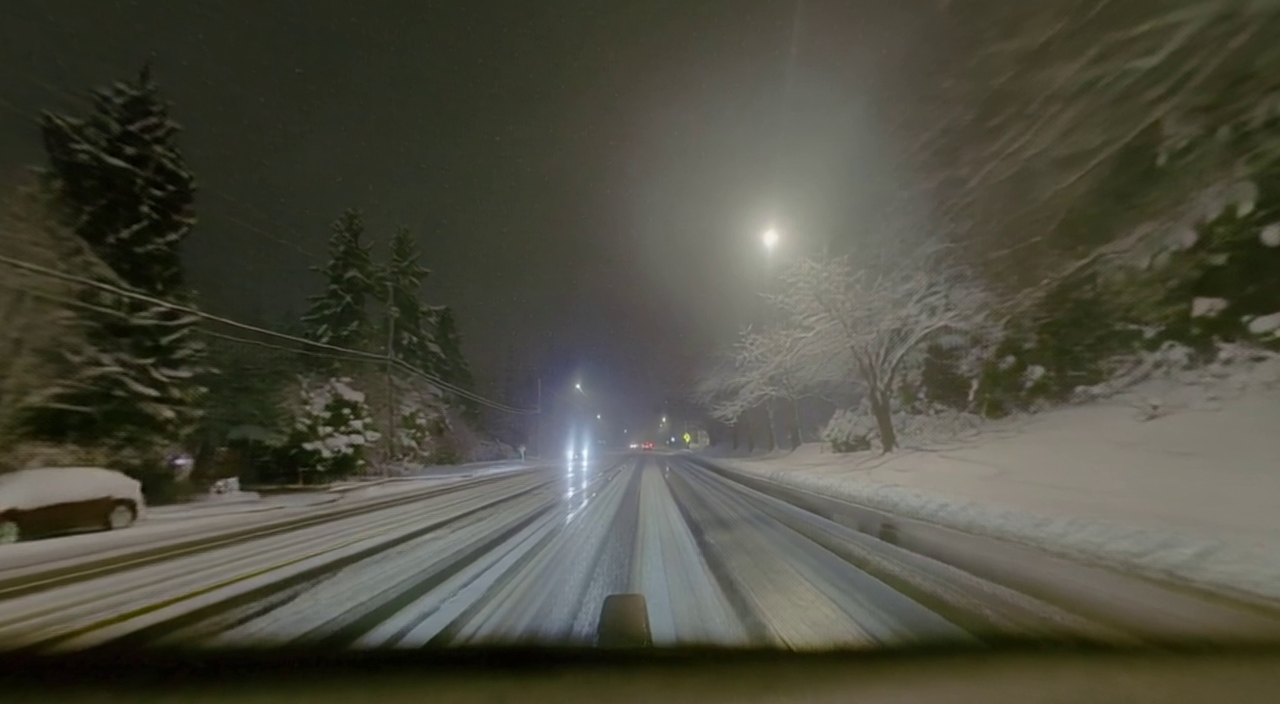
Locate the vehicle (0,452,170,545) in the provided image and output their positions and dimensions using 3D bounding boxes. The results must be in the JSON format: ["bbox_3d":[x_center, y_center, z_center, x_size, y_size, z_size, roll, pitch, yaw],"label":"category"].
[{"bbox_3d":[-12.616,3.011,13.199,1.921,1.611,4.713,-3,-8,0],"label":"vehicle"}]
